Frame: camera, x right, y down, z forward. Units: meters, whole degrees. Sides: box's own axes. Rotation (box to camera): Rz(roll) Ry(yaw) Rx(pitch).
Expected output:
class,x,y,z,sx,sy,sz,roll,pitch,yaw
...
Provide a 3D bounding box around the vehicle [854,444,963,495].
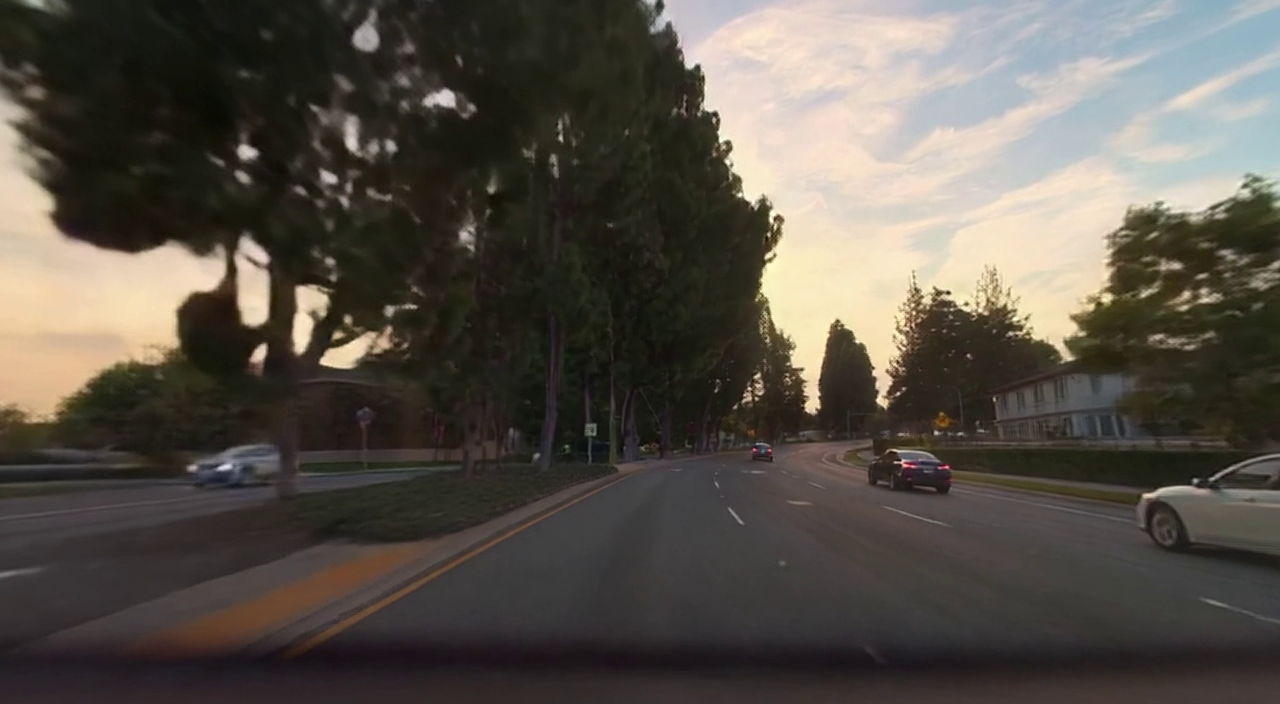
class,x,y,z,sx,sy,sz,roll,pitch,yaw
vehicle,8.589,3.764,20.638,1.855,1.444,4.389,-1,-8,4

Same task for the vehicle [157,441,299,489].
class,x,y,z,sx,sy,sz,roll,pitch,yaw
vehicle,-16.250,4.445,25.196,1.952,1.686,4.494,-2,-9,14

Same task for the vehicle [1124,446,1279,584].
class,x,y,z,sx,sy,sz,roll,pitch,yaw
vehicle,7.407,1.639,6.270,1.783,1.386,4.433,0,-8,2

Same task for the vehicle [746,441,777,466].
class,x,y,z,sx,sy,sz,roll,pitch,yaw
vehicle,8.474,7.086,44.109,1.991,1.684,4.127,-2,-9,10
